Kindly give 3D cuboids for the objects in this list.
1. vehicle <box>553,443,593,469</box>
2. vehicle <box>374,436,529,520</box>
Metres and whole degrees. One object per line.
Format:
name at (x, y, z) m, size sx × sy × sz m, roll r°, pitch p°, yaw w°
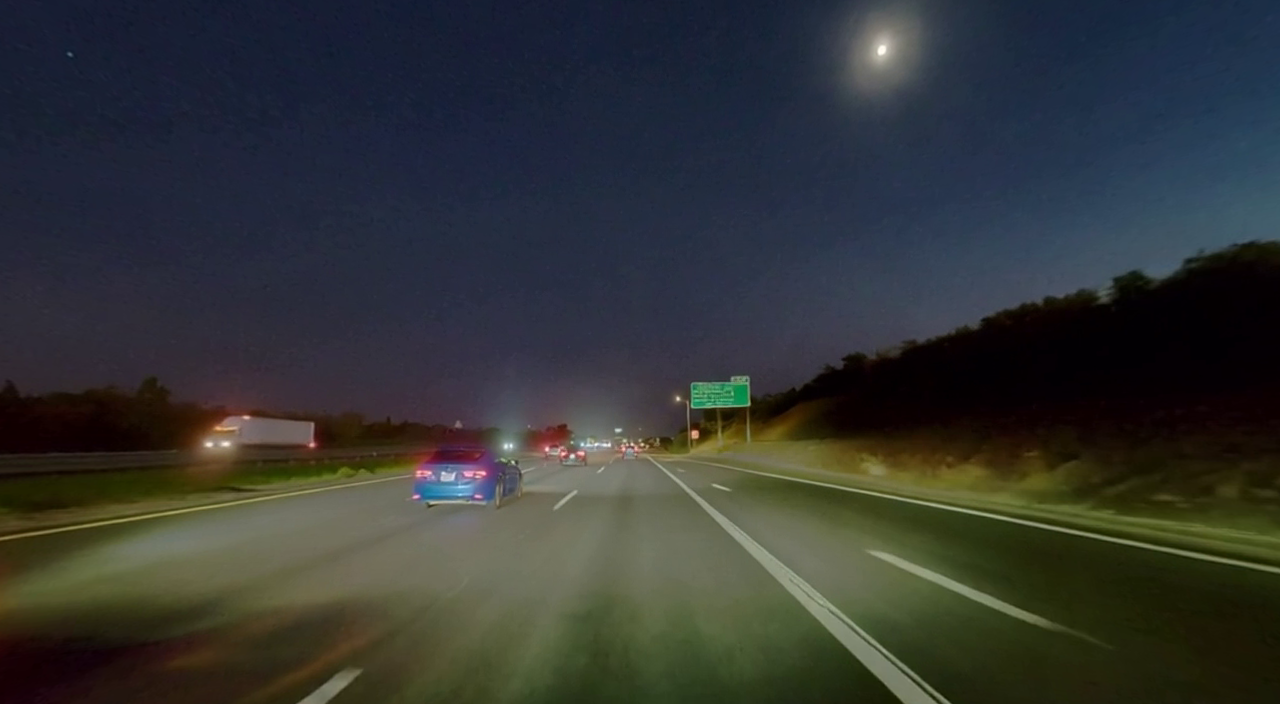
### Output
vehicle at (-4.056, 6.397, 38.951) m, size 2.068 × 1.501 × 4.395 m, roll 0°, pitch -8°, yaw -1°
vehicle at (-3.822, 2.621, 13.758) m, size 2.025 × 1.506 × 4.429 m, roll 0°, pitch -8°, yaw 0°
